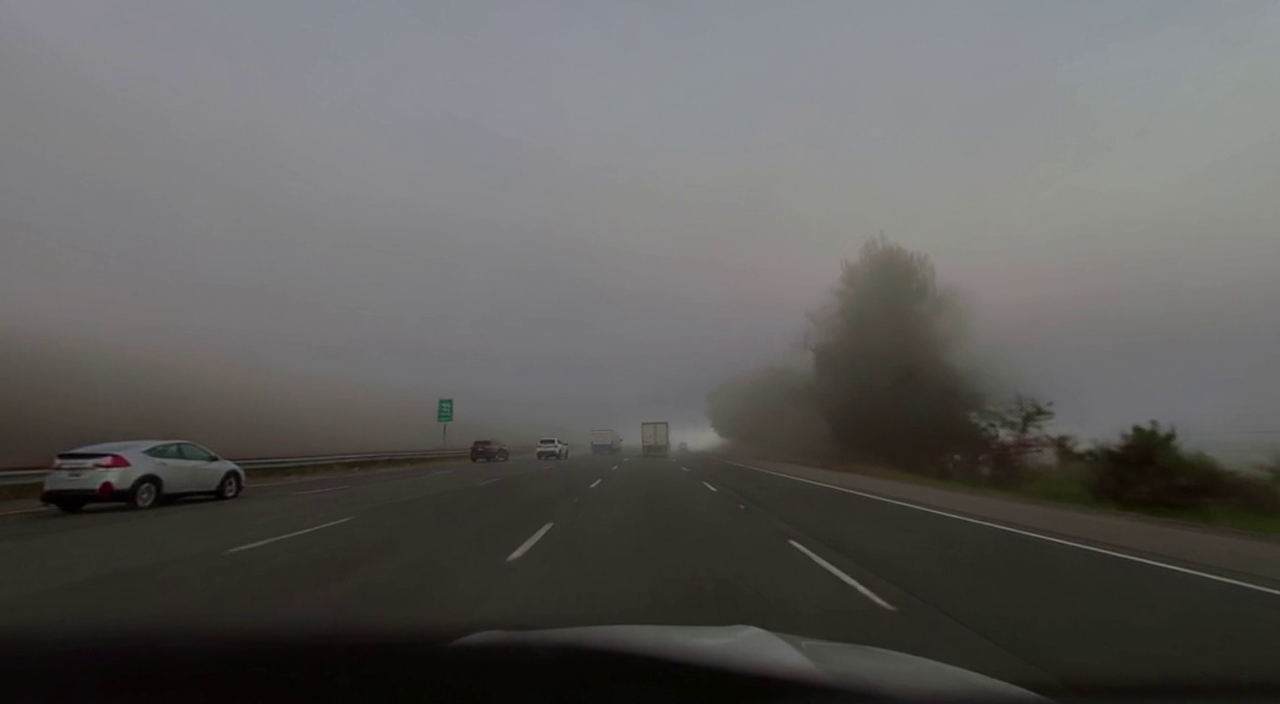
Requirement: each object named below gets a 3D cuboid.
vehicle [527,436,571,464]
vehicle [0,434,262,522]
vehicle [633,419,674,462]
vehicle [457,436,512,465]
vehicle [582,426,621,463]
[{"bbox_3d":[-6.336,6.931,44.739,2.206,1.838,4.889,0,-8,3],"label":"vehicle"},{"bbox_3d":[-10.217,2.456,12.977,1.952,1.457,4.689,0,-8,0],"label":"vehicle"},{"bbox_3d":[0.989,6.500,46.573,2.768,2.854,6.757,1,-8,1],"label":"vehicle"},{"bbox_3d":[-10.112,6.448,41.462,2.080,1.777,5.450,0,-8,2],"label":"vehicle"},{"bbox_3d":[-2.737,6.764,46.052,2.328,2.519,5.238,0,-8,2],"label":"vehicle"}]
